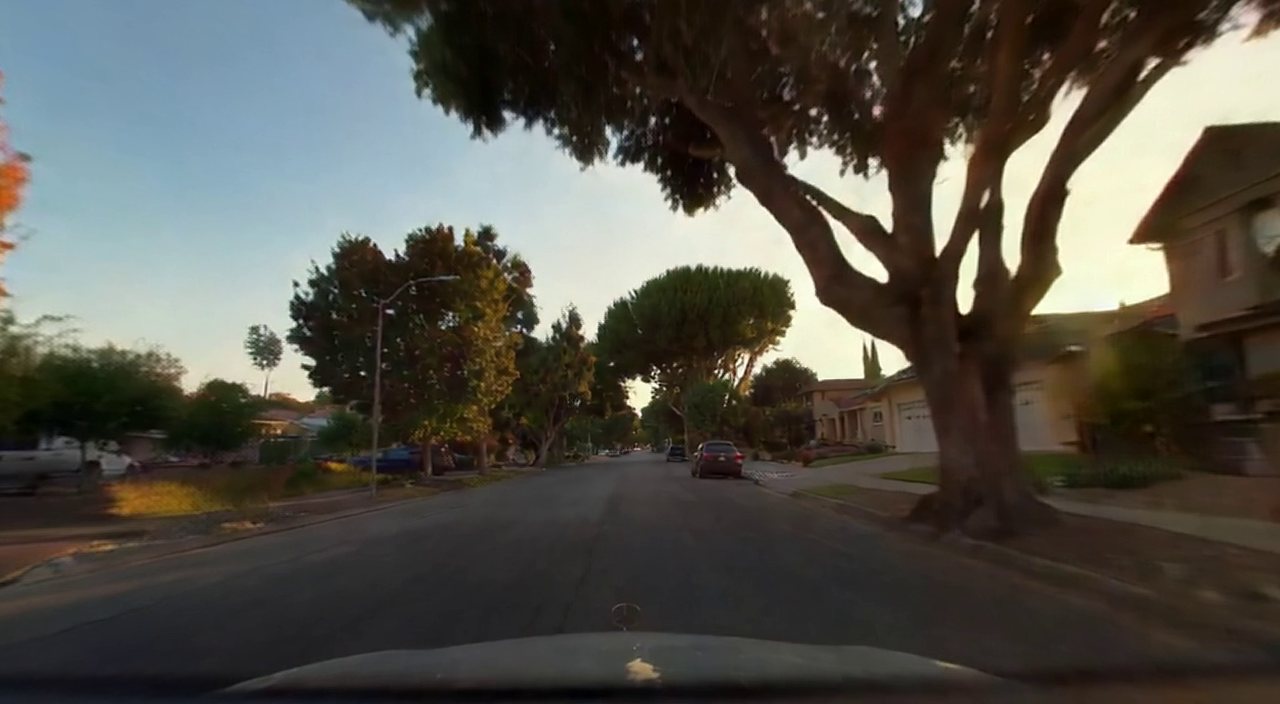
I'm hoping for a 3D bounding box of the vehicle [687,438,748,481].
[{"bbox_3d":[3.336,4.723,28.013,2.055,1.738,4.448,0,-9,-1],"label":"vehicle"}]

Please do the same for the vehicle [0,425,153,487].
[{"bbox_3d":[-28.712,5.292,31.793,2.735,2.720,6.677,-2,-10,4],"label":"vehicle"}]
